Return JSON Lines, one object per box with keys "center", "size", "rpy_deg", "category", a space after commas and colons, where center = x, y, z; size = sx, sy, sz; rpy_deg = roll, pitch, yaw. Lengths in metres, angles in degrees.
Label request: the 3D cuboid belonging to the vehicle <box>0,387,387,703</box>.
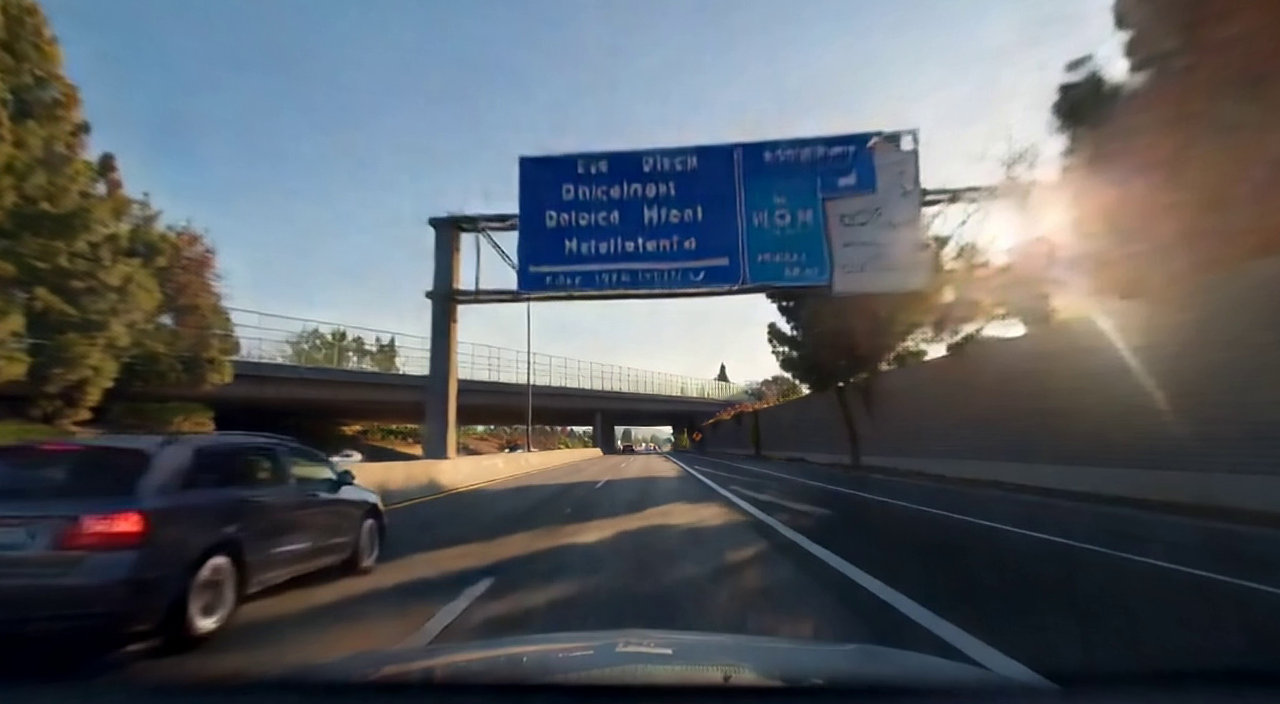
{"center": [-3.833, 1.212, 4.693], "size": [2.051, 1.531, 4.250], "rpy_deg": [0, -8, 1], "category": "vehicle"}
